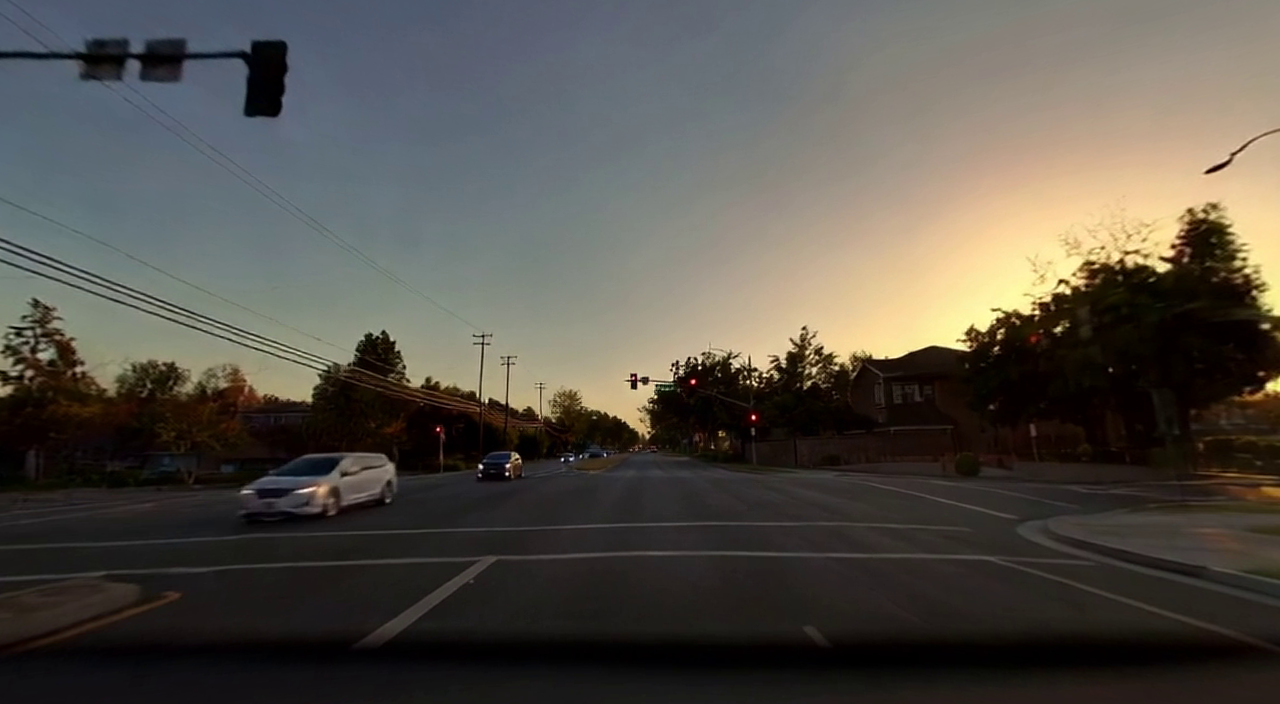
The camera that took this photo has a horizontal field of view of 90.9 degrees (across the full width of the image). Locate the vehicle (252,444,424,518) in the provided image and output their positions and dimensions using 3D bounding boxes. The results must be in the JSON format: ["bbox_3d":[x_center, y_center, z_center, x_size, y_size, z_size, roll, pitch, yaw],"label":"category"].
[{"bbox_3d":[-8.554,3.674,18.657,2.206,1.836,5.559,0,-9,2],"label":"vehicle"}]

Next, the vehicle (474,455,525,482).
[{"bbox_3d":[-8.554,7.133,38.713,2.099,1.468,4.126,-1,-9,2],"label":"vehicle"}]
